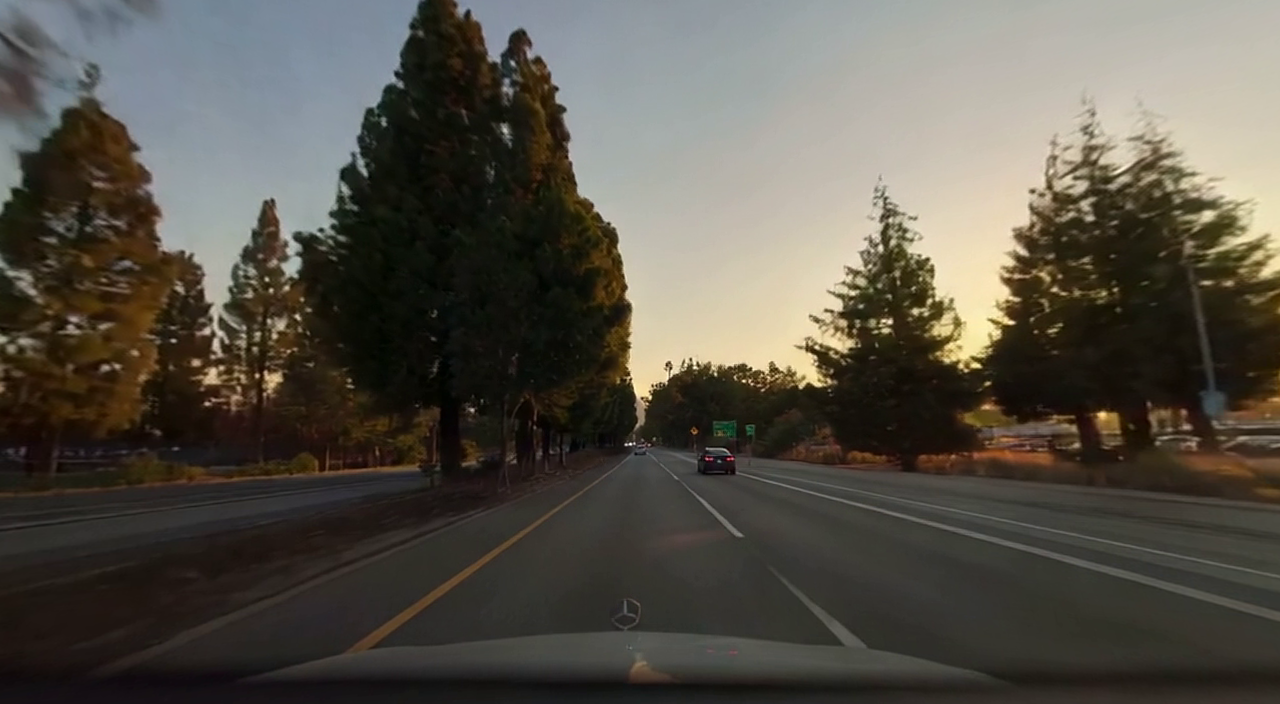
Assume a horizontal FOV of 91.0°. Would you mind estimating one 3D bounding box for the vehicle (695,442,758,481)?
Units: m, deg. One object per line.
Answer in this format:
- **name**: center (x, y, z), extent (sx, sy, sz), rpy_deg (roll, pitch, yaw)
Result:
- **vehicle**: center (3.701, 4.760, 27.650), extent (2.115, 1.522, 4.330), rpy_deg (0, -9, 0)
